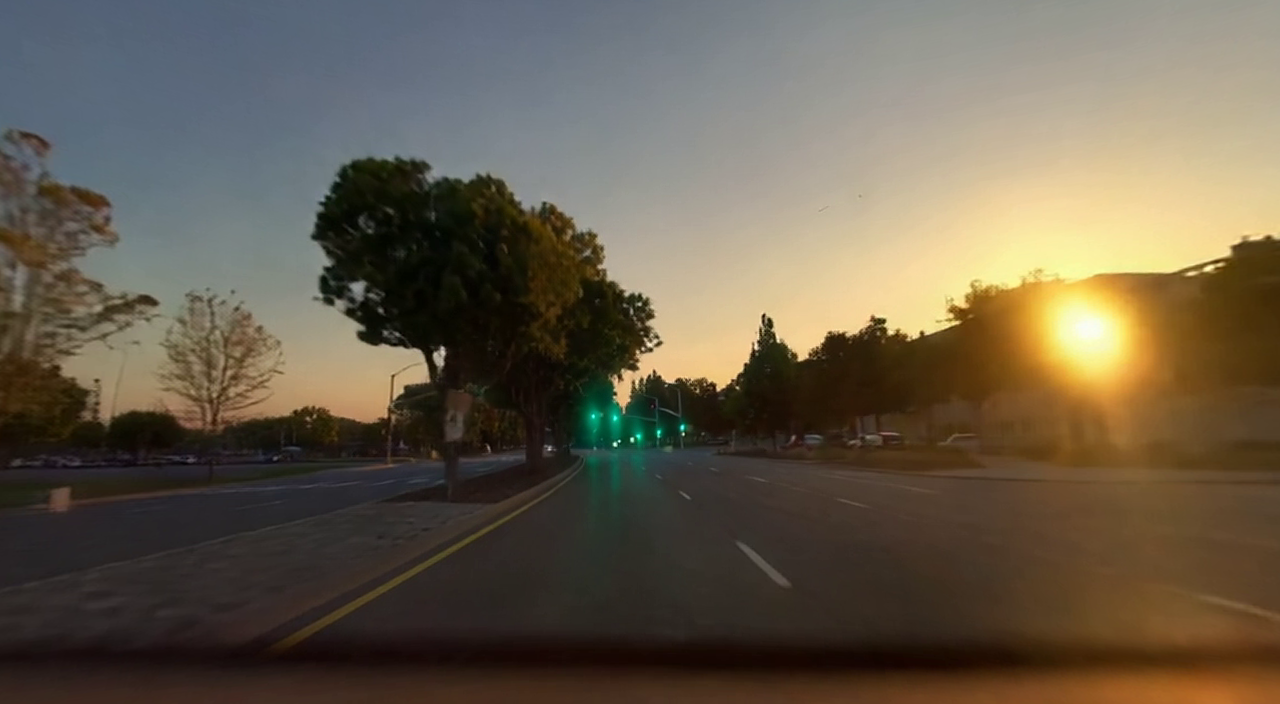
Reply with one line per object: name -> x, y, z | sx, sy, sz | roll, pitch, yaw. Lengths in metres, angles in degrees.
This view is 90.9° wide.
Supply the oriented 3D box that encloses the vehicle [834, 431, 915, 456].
vehicle -> 15.825, 6.201, 42.717 | 4.510, 1.667, 2.247 | 1, -8, -6
